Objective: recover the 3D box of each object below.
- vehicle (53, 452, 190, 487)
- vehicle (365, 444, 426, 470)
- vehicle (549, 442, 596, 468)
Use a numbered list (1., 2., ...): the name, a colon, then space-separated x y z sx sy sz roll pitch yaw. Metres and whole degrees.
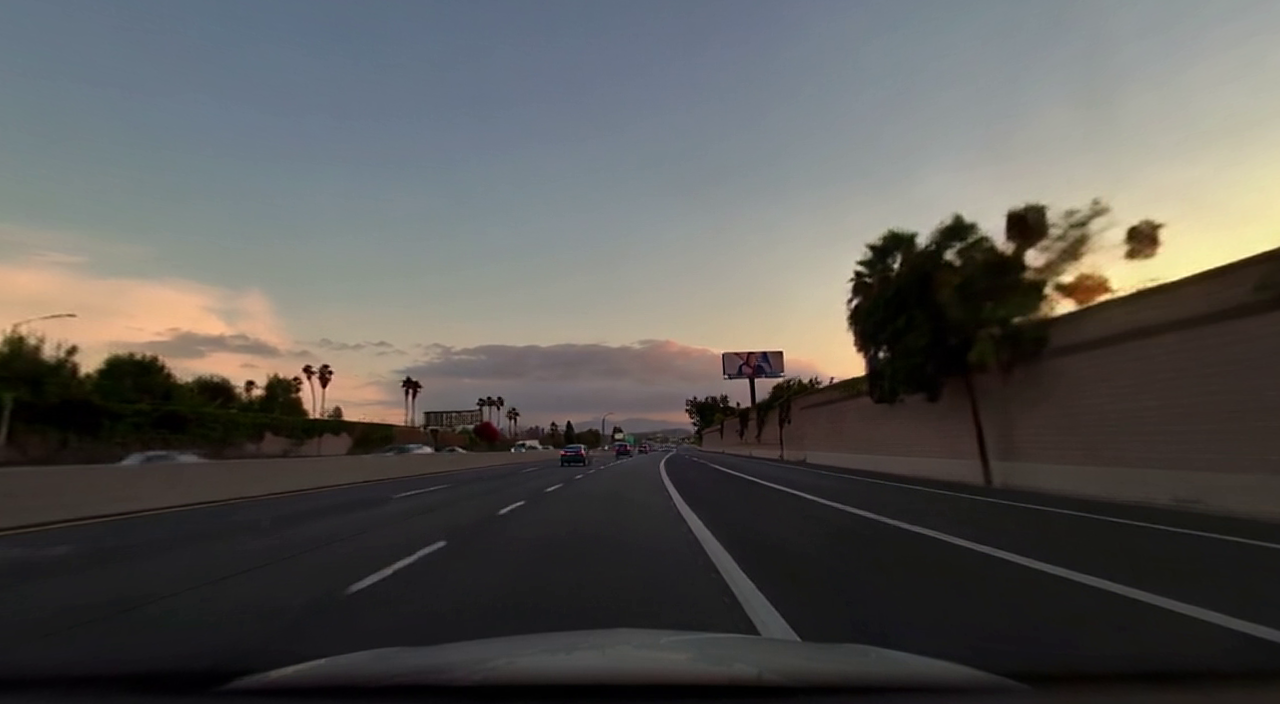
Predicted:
1. vehicle: -21.889 4.946 26.957 1.880 1.321 4.644 0 -8 1
2. vehicle: -14.552 6.274 37.860 1.927 1.463 3.932 0 -8 3
3. vehicle: -3.959 6.111 37.660 2.078 1.457 4.648 0 -8 3
